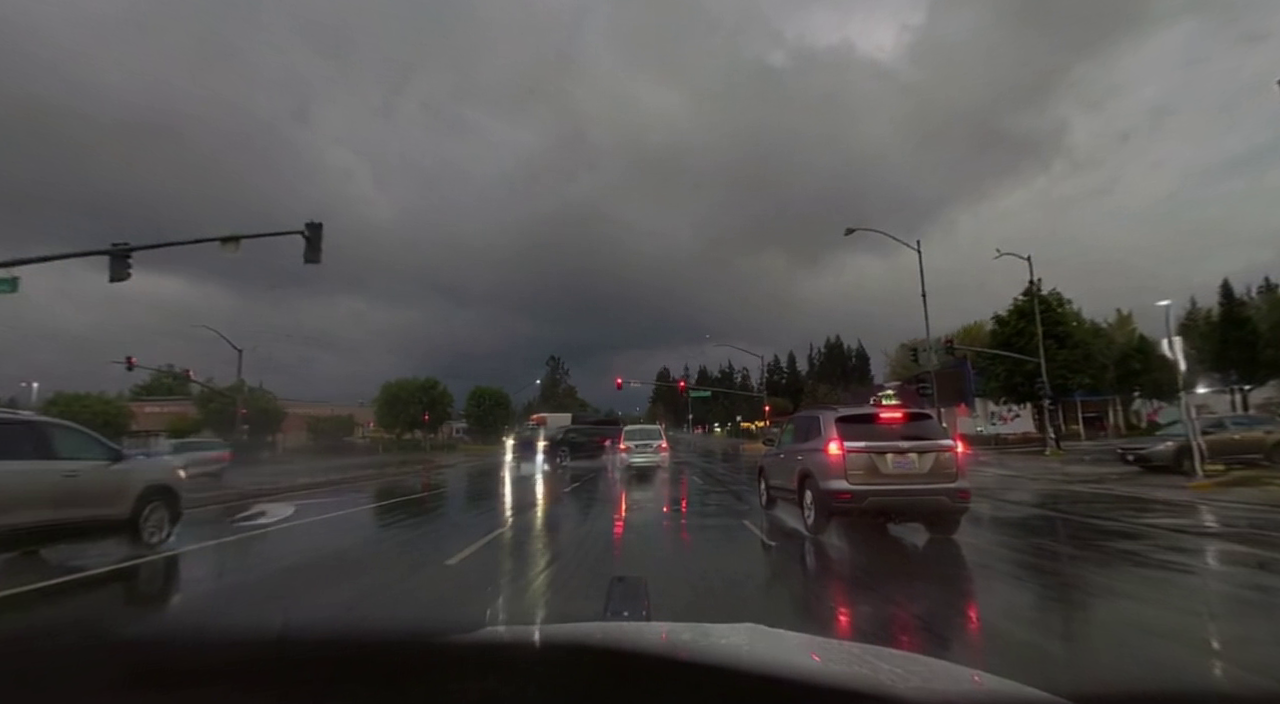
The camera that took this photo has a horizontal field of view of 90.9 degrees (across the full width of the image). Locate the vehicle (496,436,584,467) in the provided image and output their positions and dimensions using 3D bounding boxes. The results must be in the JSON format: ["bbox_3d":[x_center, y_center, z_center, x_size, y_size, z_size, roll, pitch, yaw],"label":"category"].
[{"bbox_3d":[-5.291,5.317,33.782,1.847,1.508,4.366,-8,-12,44],"label":"vehicle"}]

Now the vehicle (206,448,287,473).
[{"bbox_3d":[-28.749,7.942,46.148,4.543,1.760,1.904,0,-8,-3],"label":"vehicle"}]

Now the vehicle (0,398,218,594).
[{"bbox_3d":[-6.833,1.363,6.084,2.011,1.774,4.866,0,-8,2],"label":"vehicle"}]

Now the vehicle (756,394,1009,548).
[{"bbox_3d":[3.214,1.699,9.553,2.083,1.779,4.347,0,-8,0],"label":"vehicle"}]

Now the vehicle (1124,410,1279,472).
[{"bbox_3d":[16.600,2.557,18.048,3.848,1.674,1.887,0,-8,1],"label":"vehicle"}]

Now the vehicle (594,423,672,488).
[{"bbox_3d":[-0.159,3.046,18.732,2.067,1.702,3.987,0,-8,1],"label":"vehicle"}]
